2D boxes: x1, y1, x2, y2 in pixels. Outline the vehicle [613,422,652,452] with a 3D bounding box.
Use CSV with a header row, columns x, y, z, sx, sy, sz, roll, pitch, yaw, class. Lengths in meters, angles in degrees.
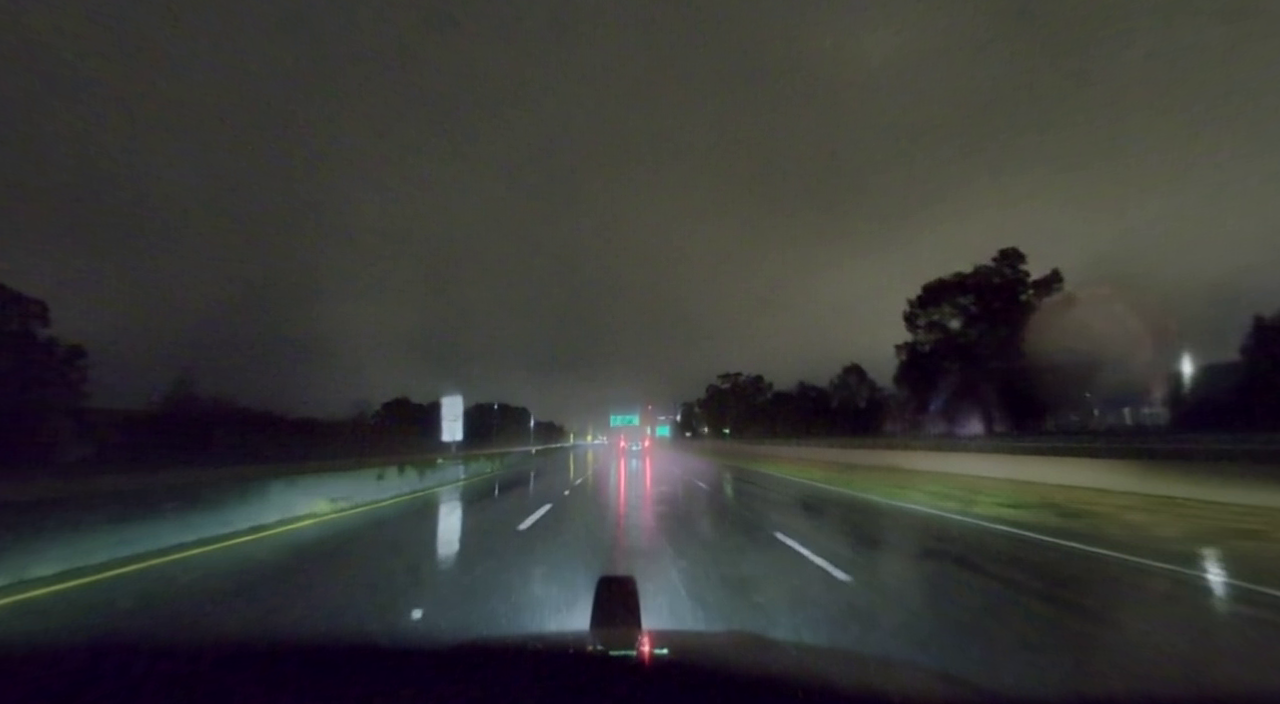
x,y,z,sx,sy,sz,roll,pitch,yaw,class
-0.529,5.238,38.660,2.157,1.647,4.524,0,-8,-3,vehicle
